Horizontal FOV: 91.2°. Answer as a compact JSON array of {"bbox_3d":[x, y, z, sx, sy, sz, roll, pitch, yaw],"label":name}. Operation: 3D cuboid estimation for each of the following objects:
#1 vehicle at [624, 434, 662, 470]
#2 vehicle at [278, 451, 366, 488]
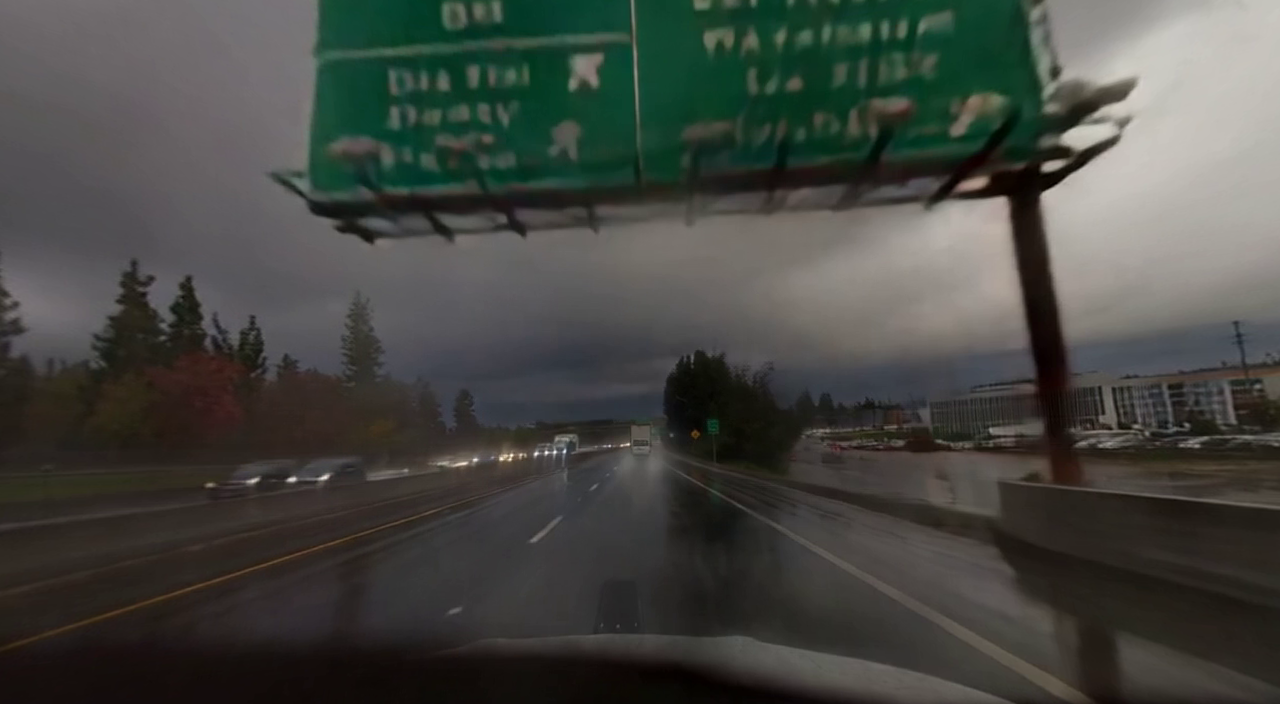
[{"bbox_3d":[0.213,6.507,40.819,2.268,2.122,4.595,-1,-9,1],"label":"vehicle"},{"bbox_3d":[-16.077,5.929,32.018,2.003,1.679,4.579,-1,-9,1],"label":"vehicle"}]
